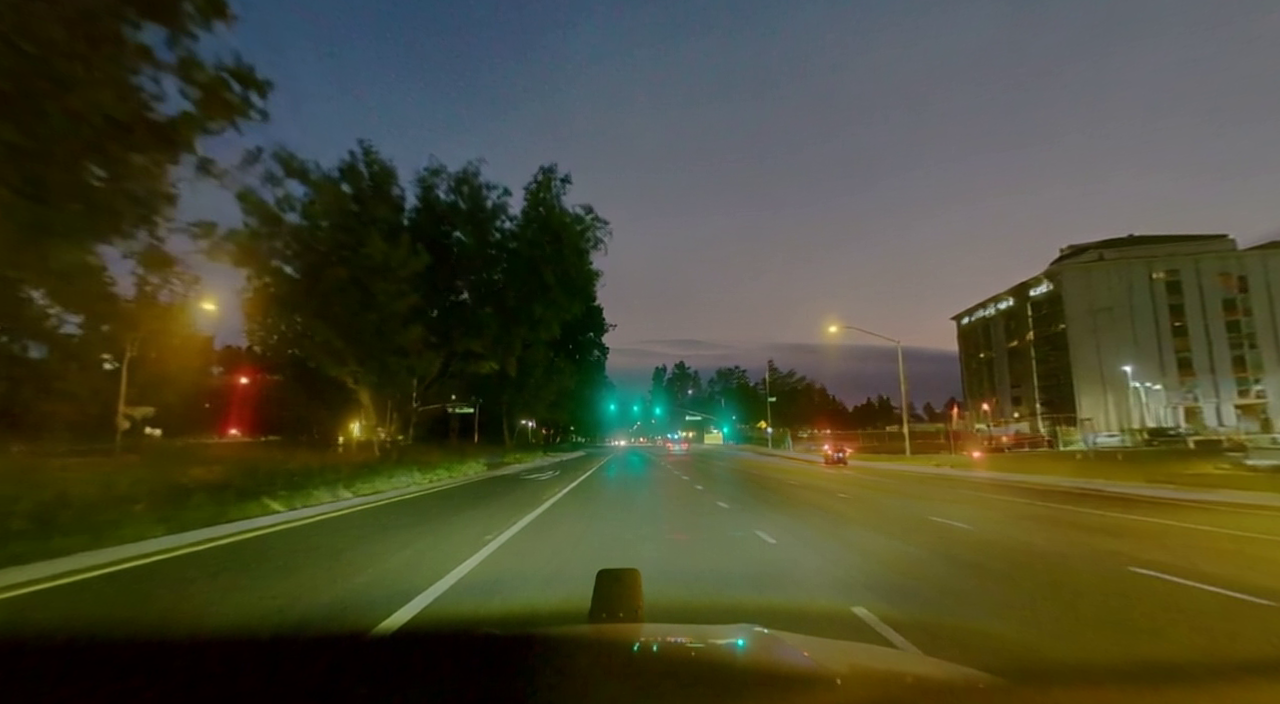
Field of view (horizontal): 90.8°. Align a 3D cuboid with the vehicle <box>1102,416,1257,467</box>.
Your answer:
[{"bbox_3d":[20.454,3.392,24.367,2.222,1.742,5.231,-1,-7,12],"label":"vehicle"}]
